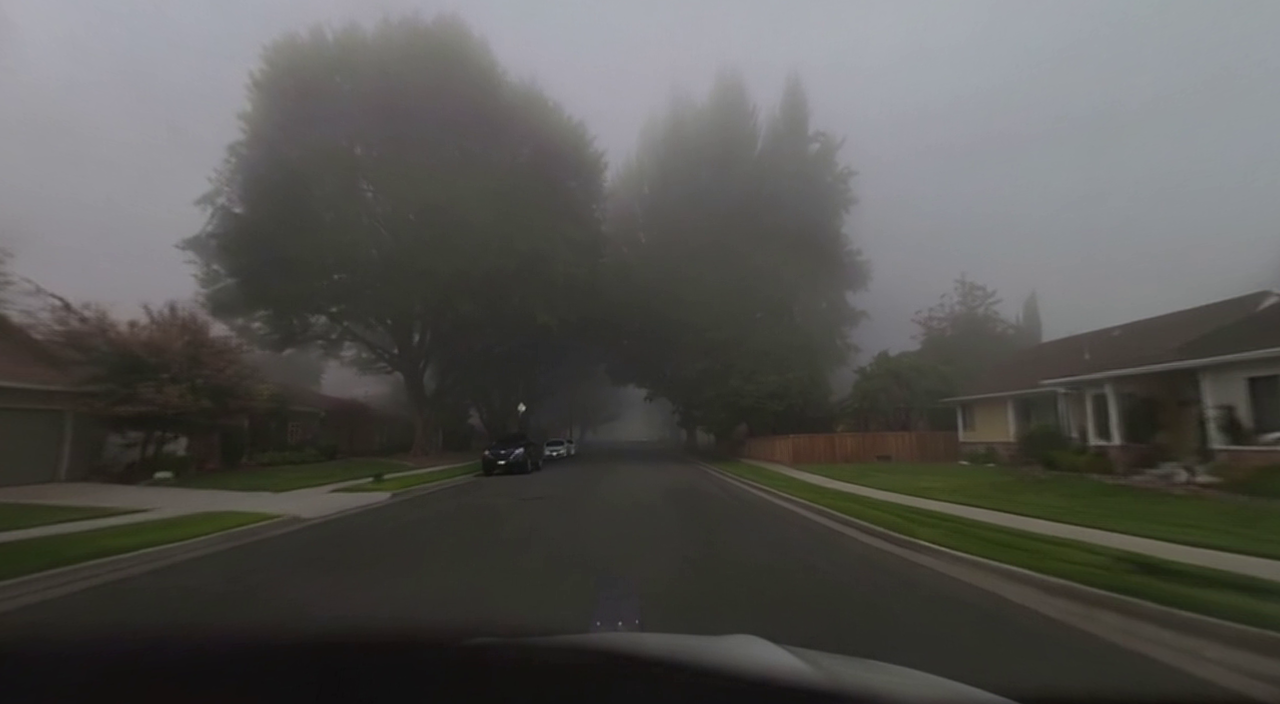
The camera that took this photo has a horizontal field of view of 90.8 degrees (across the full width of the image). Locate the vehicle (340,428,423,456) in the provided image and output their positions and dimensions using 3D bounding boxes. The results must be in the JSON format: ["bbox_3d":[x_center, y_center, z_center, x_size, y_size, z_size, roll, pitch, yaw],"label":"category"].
[{"bbox_3d":[-16.917,5.914,41.512,4.546,1.791,1.992,0,-9,-1],"label":"vehicle"}]

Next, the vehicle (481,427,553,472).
[{"bbox_3d":[-5.585,4.541,29.615,2.341,1.886,5.684,0,-8,-1],"label":"vehicle"}]
